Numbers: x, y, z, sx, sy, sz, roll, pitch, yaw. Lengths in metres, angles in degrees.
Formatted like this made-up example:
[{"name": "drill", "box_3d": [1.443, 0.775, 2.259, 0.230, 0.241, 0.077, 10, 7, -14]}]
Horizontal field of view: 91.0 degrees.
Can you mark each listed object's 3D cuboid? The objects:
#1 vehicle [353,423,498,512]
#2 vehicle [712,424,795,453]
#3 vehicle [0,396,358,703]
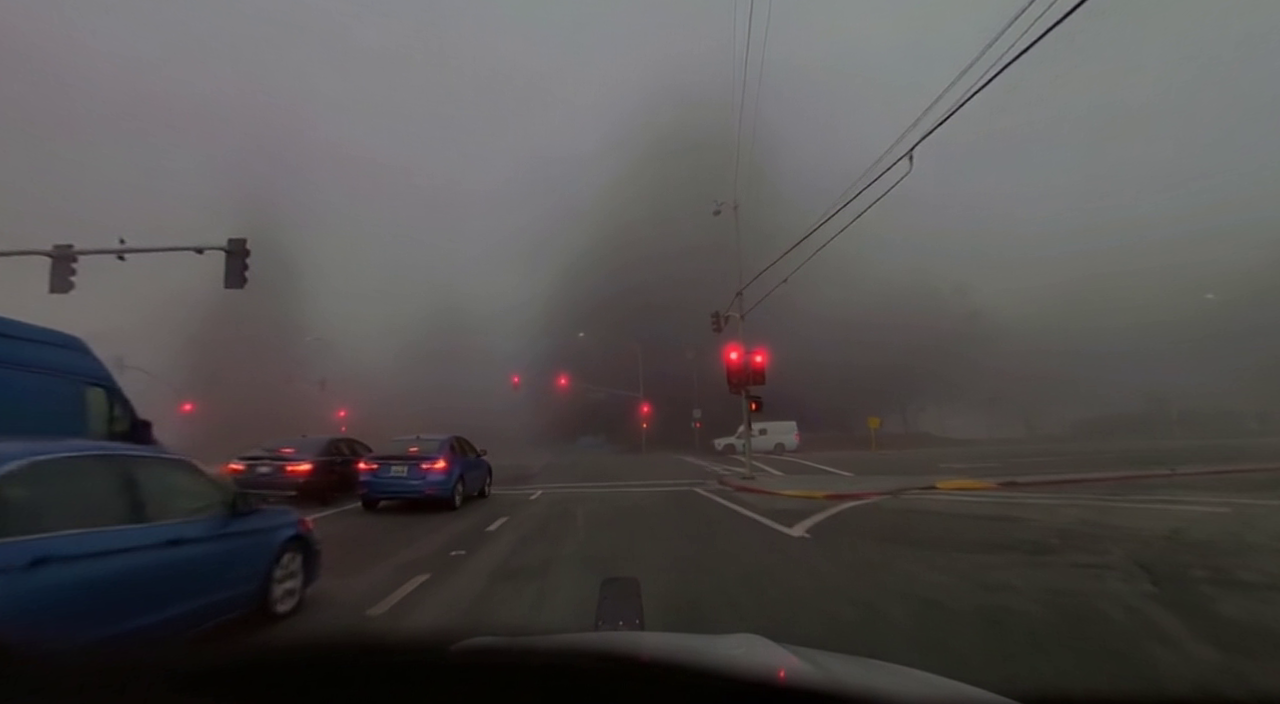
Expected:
[{"name": "vehicle", "box_3d": [-4.282, 2.366, 13.266, 1.815, 1.569, 3.940, 1, -9, -3]}, {"name": "vehicle", "box_3d": [7.007, 5.338, 38.946, 4.884, 1.714, 2.021, -1, -9, 10]}, {"name": "vehicle", "box_3d": [-3.550, 1.057, 3.344, 2.019, 1.485, 4.565, 0, -9, -1]}]
